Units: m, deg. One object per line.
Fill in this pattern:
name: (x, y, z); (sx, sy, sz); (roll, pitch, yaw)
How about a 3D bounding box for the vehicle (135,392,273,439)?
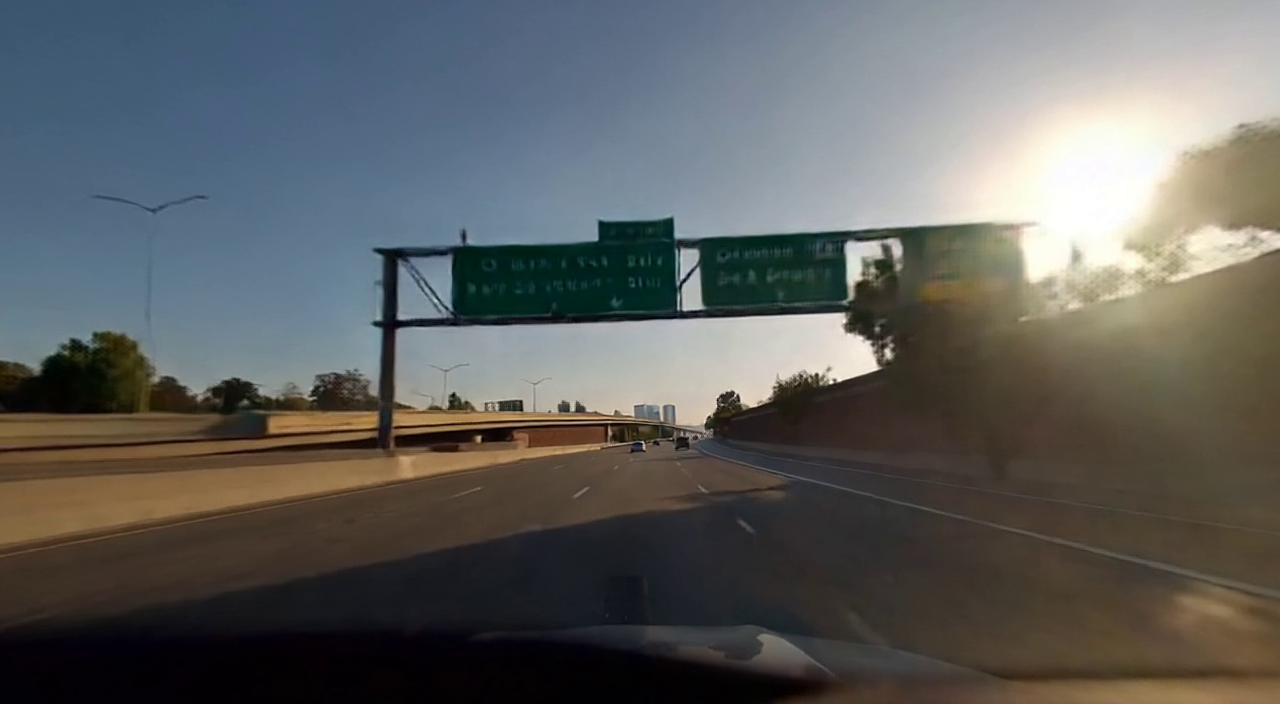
vehicle: (-14.777, 2.251, 21.683); (1.958, 1.431, 3.739); (-1, -8, 2)
